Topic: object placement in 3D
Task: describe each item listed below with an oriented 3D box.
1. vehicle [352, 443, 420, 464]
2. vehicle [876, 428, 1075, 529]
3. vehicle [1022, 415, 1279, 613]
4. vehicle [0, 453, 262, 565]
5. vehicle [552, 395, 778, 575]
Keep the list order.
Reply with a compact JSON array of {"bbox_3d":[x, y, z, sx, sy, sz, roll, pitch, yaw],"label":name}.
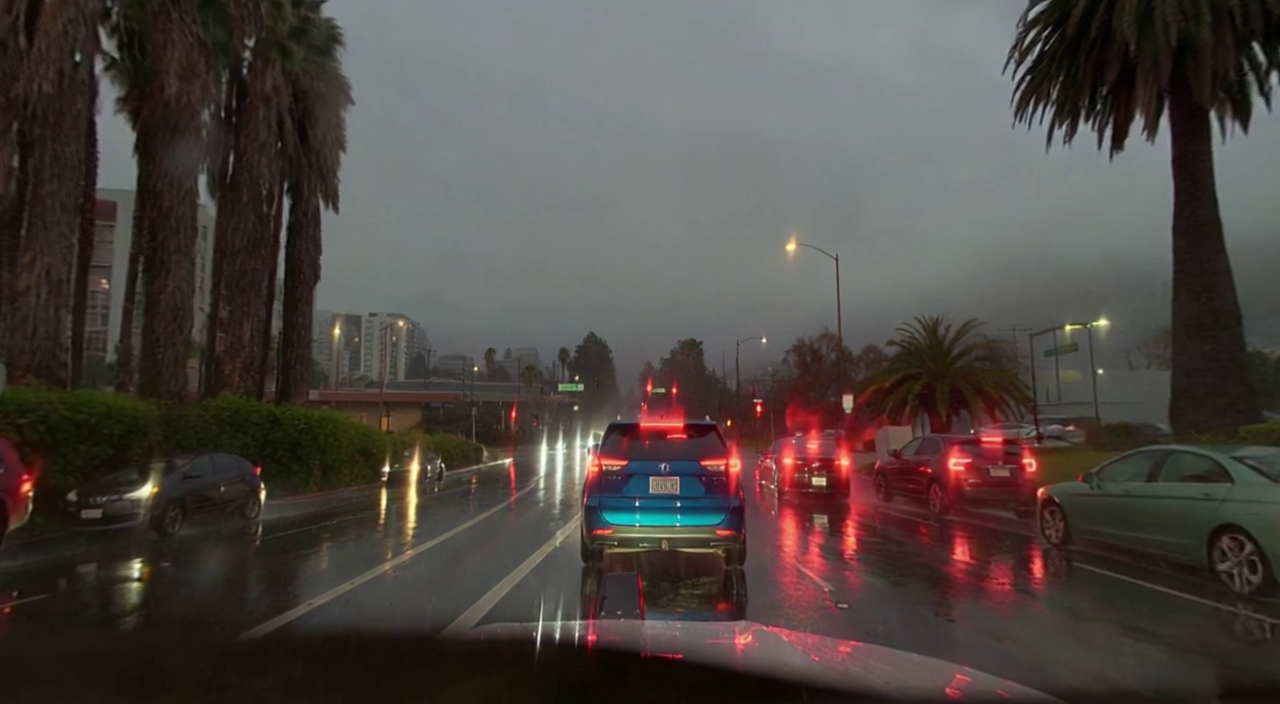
[{"bbox_3d":[-18.716,7.496,46.651,1.759,1.457,4.297,-7,-11,38],"label":"vehicle"},{"bbox_3d":[6.675,2.529,13.237,1.930,1.736,4.329,-1,-8,3],"label":"vehicle"},{"bbox_3d":[6.446,1.601,6.927,1.935,1.672,4.139,0,-8,1],"label":"vehicle"},{"bbox_3d":[-9.556,2.787,11.904,2.054,1.467,4.595,-4,-8,0],"label":"vehicle"},{"bbox_3d":[0.266,1.653,8.564,2.264,1.798,4.258,0,-8,1],"label":"vehicle"}]
